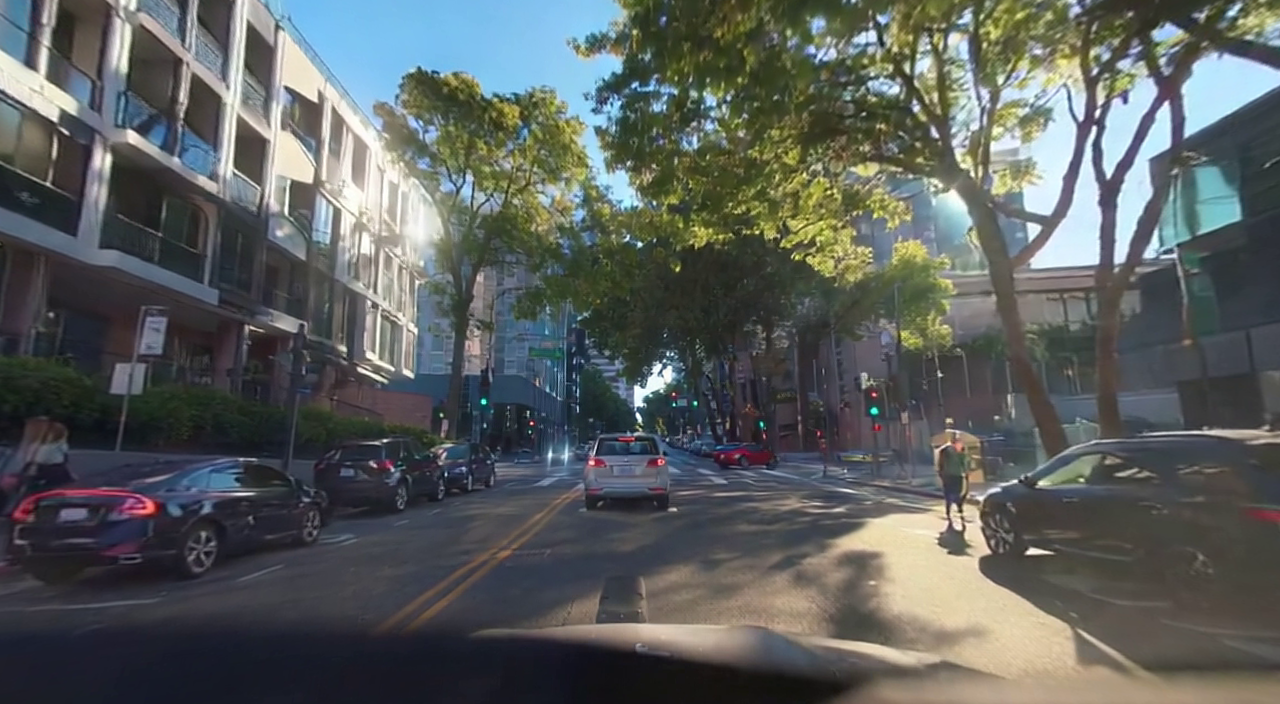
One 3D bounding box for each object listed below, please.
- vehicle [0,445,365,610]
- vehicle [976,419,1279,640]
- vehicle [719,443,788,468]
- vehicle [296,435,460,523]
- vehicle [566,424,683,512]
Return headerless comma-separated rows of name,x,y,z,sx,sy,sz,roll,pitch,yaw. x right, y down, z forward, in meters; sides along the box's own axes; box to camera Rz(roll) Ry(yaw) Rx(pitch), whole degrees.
vehicle,-5.591,1.945,8.030,1.841,1.466,4.364,-2,-9,6
vehicle,5.958,1.681,6.912,2.004,1.699,4.525,0,-9,-1
vehicle,7.560,6.864,41.921,4.638,1.555,1.824,6,-11,-36
vehicle,-5.778,2.830,14.684,1.904,1.684,4.529,0,-9,-1
vehicle,-0.278,2.555,14.276,2.258,1.687,3.934,-1,-9,1
